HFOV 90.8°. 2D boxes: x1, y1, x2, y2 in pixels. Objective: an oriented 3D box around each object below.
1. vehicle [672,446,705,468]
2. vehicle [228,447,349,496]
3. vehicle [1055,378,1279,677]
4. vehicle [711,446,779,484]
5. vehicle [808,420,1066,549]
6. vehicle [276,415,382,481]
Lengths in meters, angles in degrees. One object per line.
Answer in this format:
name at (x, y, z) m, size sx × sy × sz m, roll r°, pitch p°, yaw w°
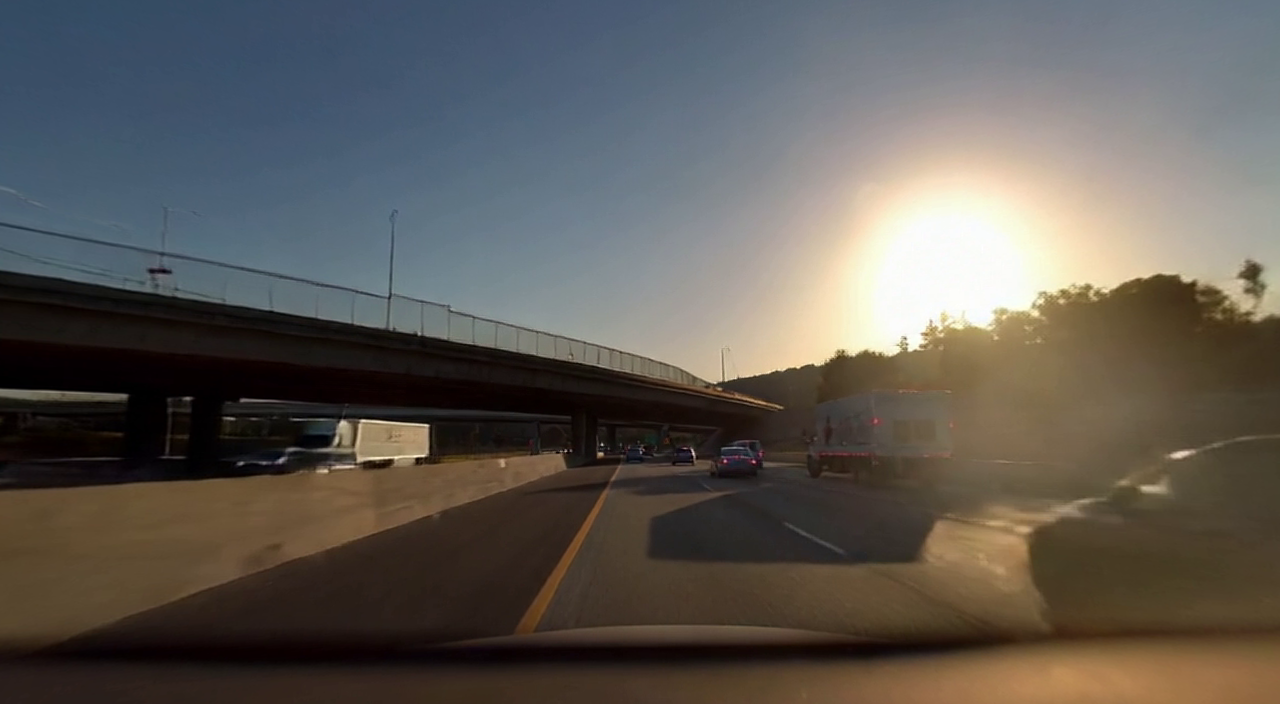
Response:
vehicle at (3.673, 8.032, 48.406) m, size 2.005 × 1.585 × 4.863 m, roll 0°, pitch -9°, yaw -2°
vehicle at (-12.942, 4.389, 23.639) m, size 1.971 × 1.612 × 4.481 m, roll 0°, pitch -9°, yaw -1°
vehicle at (4.730, 0.943, 3.214) m, size 2.084 × 1.698 × 4.489 m, roll 0°, pitch -9°, yaw -1°
vehicle at (4.281, 4.682, 26.513) m, size 1.971 × 1.453 × 4.414 m, roll 0°, pitch -9°, yaw -2°
vehicle at (4.639, 2.129, 10.876) m, size 2.092 × 1.710 × 4.587 m, roll 0°, pitch -9°, yaw -1°
vehicle at (-20.774, 6.518, 42.982) m, size 3.051 × 3.996 × 8.261 m, roll 0°, pitch -9°, yaw -1°
